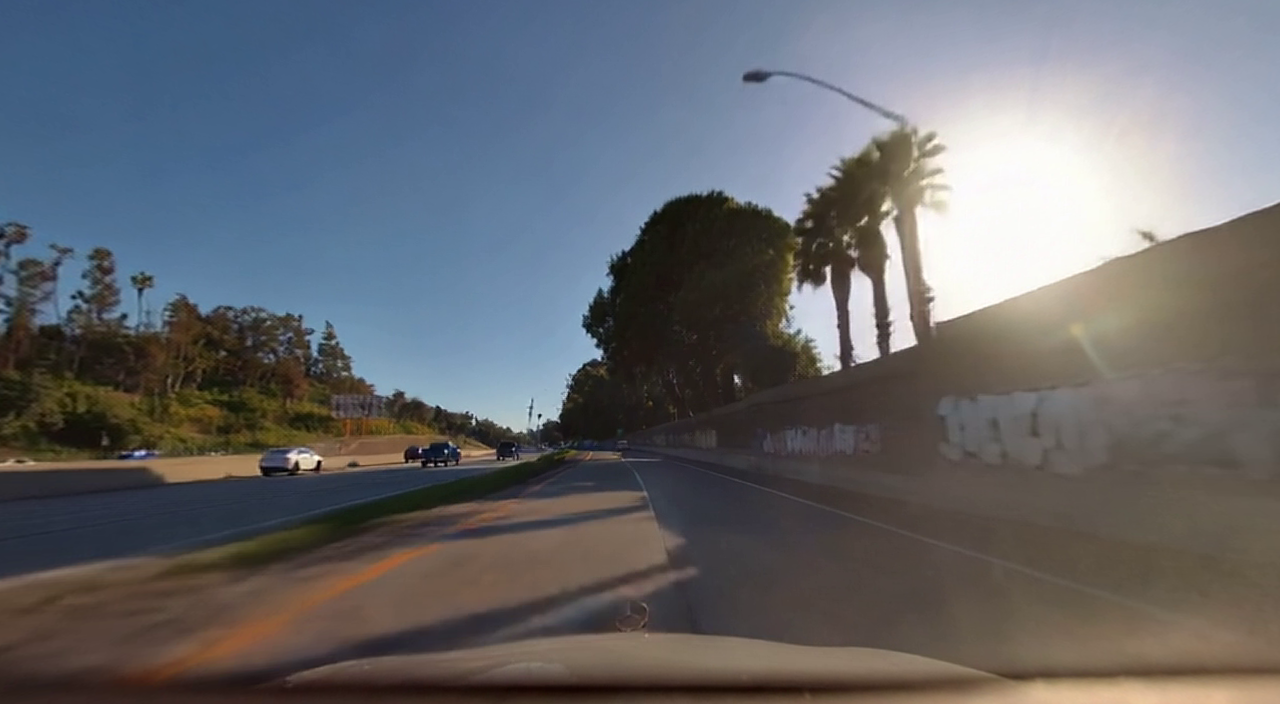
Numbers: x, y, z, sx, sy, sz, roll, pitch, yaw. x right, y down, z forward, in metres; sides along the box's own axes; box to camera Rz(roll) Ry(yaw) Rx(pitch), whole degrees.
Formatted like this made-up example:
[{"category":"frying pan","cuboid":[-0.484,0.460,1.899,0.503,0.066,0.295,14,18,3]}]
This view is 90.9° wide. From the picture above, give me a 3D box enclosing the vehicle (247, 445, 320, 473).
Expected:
[{"category":"vehicle","cuboid":[-24.278,7.270,43.254,2.158,1.795,5.013,0,-9,-1]}]
